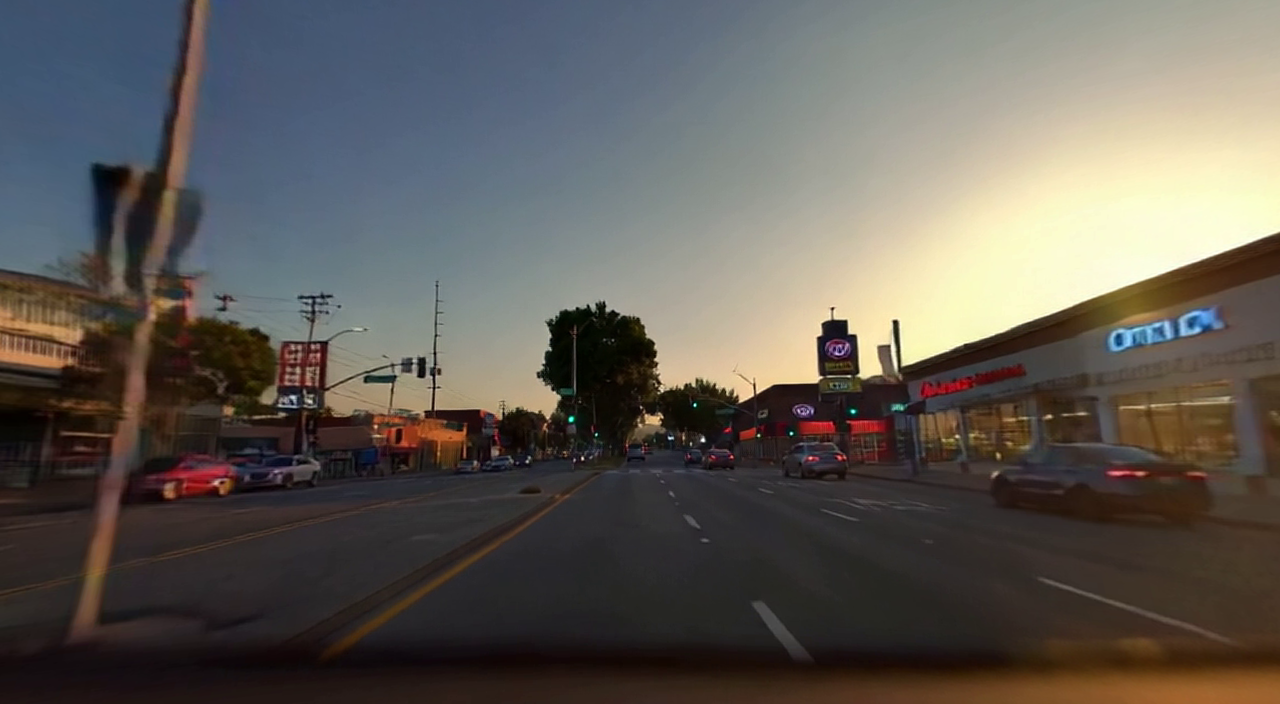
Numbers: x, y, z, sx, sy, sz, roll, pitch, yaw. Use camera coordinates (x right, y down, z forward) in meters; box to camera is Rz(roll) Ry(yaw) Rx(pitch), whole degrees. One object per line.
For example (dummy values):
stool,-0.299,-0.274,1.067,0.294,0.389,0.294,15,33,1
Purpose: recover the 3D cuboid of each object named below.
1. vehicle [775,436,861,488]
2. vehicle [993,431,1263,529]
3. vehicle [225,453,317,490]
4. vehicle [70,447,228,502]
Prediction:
vehicle,6.374,3.984,23.225,1.974,1.679,4.611,0,-8,2
vehicle,9.852,2.583,13.396,2.019,1.694,4.491,0,-8,-2
vehicle,-18.181,5.881,31.441,1.882,1.645,4.511,0,-9,-1
vehicle,-17.983,4.531,23.530,1.944,1.794,4.849,0,-10,0
